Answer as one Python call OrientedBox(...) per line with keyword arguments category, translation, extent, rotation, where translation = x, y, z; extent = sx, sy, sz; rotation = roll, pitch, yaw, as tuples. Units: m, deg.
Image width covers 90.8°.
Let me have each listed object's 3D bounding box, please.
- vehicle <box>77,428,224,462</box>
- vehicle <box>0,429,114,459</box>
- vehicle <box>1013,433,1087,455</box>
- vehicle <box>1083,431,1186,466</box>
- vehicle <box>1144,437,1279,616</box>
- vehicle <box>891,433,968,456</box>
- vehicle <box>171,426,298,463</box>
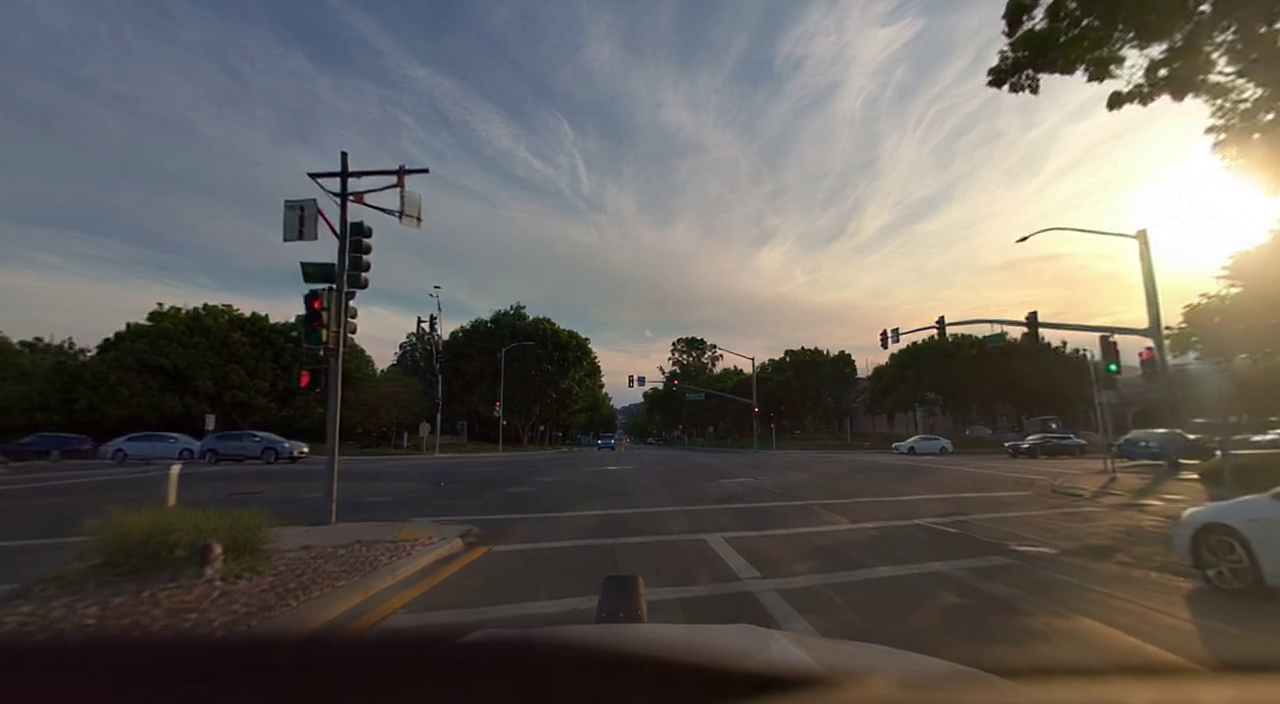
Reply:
OrientedBox(category="vehicle", translation=(-22.488, 4.320, 29.245), extent=(4.912, 1.485, 1.922), rotation=(3, -9, -16))
OrientedBox(category="vehicle", translation=(-30.562, 4.751, 32.608), extent=(4.683, 1.495, 2.119), rotation=(3, -9, -18))
OrientedBox(category="vehicle", translation=(30.130, 6.752, 46.406), extent=(4.481, 1.561, 2.001), rotation=(3, -9, -16))
OrientedBox(category="vehicle", translation=(23.501, 4.577, 30.013), extent=(4.515, 1.543, 1.872), rotation=(4, -9, -25))
OrientedBox(category="vehicle", translation=(6.059, 1.286, 4.281), extent=(1.815, 1.417, 4.125), rotation=(0, -8, -1))
OrientedBox(category="vehicle", translation=(19.494, 6.251, 42.621), extent=(4.516, 1.468, 1.962), rotation=(3, -9, -19))
OrientedBox(category="vehicle", translation=(-17.879, 4.114, 28.103), extent=(4.331, 1.544, 1.896), rotation=(3, -9, -18))
